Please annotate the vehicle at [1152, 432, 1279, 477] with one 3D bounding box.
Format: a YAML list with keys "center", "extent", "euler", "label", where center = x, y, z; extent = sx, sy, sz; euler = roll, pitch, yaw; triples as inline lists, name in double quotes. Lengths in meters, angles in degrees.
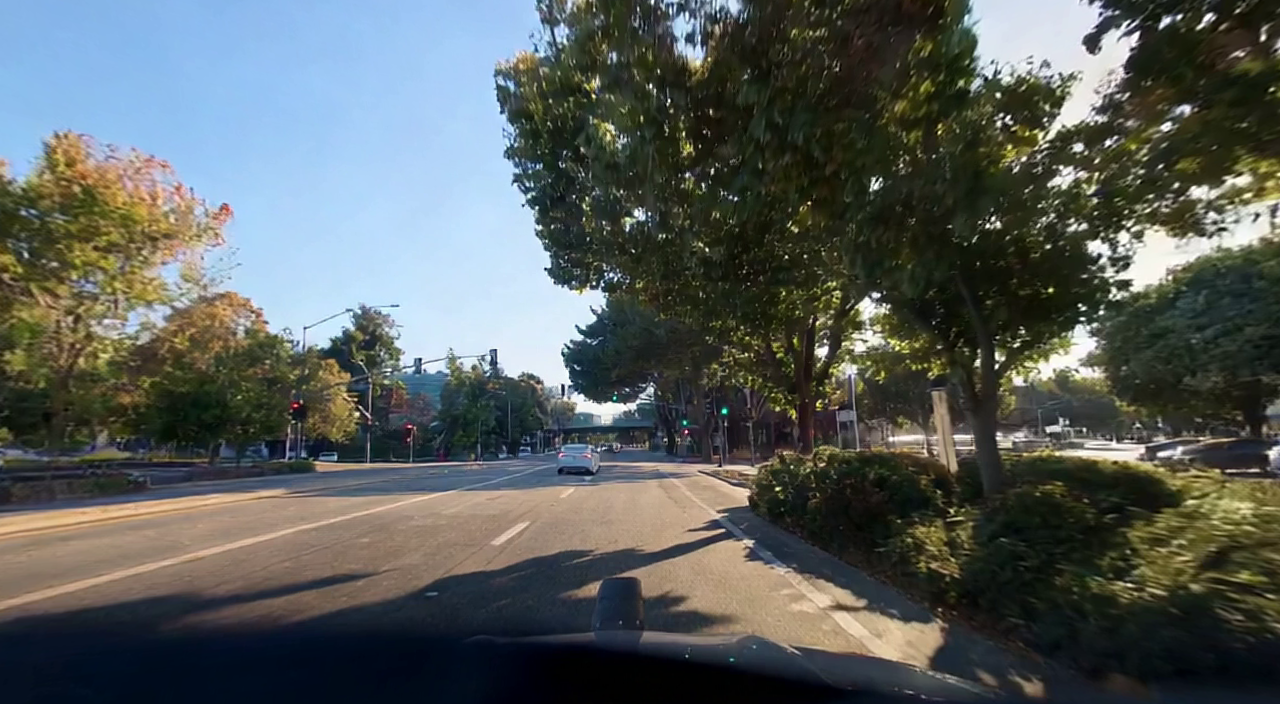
- center: [26.661, 4.653, 28.694]
  extent: [4.641, 1.714, 2.065]
  euler: [-7, -10, 18]
  label: "vehicle"

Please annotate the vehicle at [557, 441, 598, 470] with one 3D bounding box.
- center: [-3.695, 6.200, 38.074]
  extent: [2.076, 1.599, 4.483]
  euler: [0, -9, -1]
  label: "vehicle"
